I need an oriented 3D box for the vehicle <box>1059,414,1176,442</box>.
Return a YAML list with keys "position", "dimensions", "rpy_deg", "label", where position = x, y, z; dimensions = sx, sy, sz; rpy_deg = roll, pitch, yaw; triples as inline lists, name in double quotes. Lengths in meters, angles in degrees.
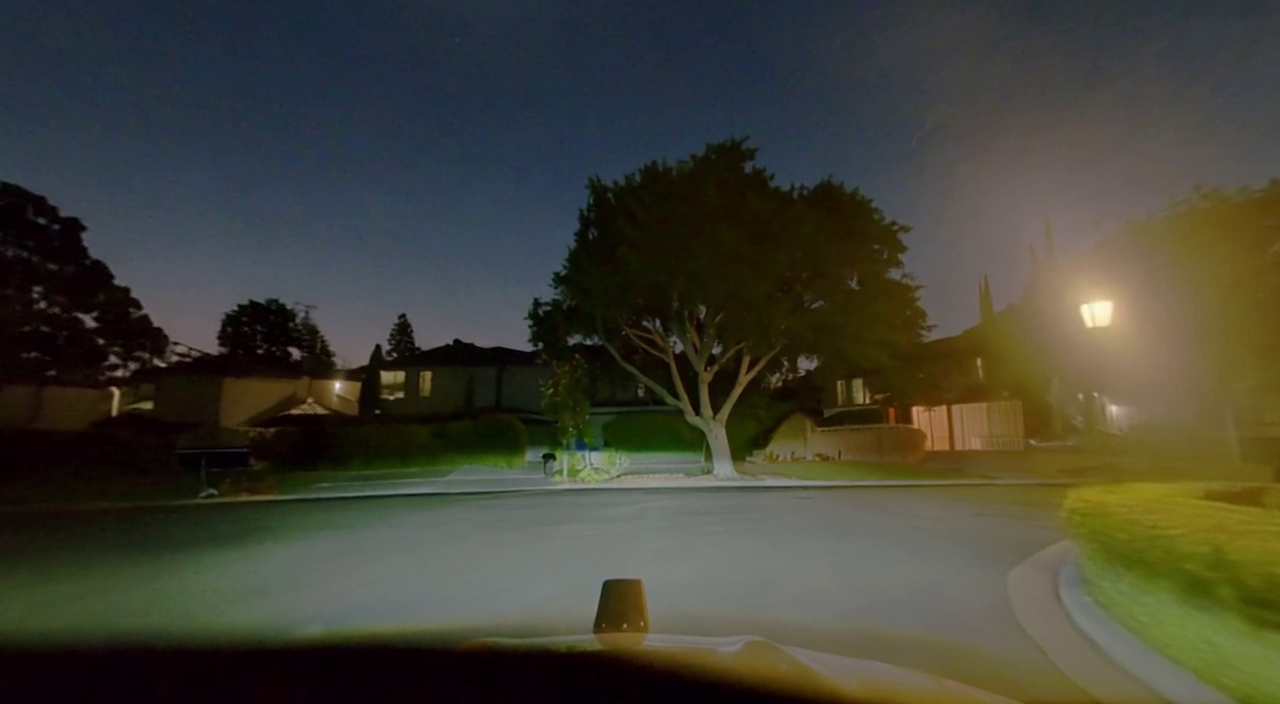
- position: [27.296, 4.341, 36.159]
  dimensions: [5.089, 1.517, 1.791]
  rpy_deg: [0, -7, 4]
  label: "vehicle"
